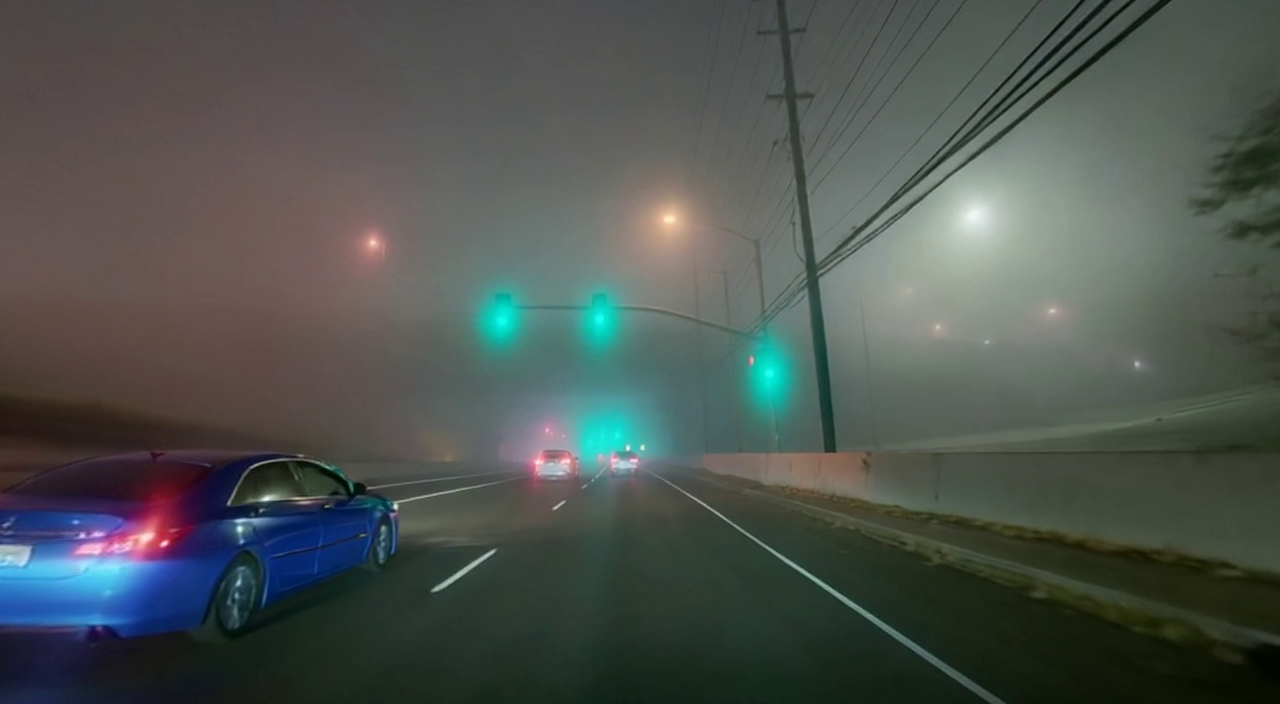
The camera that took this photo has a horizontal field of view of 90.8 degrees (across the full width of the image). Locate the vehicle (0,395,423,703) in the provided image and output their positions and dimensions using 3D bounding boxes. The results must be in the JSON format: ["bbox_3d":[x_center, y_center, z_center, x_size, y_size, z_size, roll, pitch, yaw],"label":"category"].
[{"bbox_3d":[-3.573,1.375,5.394,1.925,1.666,4.271,0,-9,0],"label":"vehicle"}]

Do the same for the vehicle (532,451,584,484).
[{"bbox_3d":[-3.859,5.477,30.266,1.946,1.437,4.154,0,-8,0],"label":"vehicle"}]

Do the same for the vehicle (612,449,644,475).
[{"bbox_3d":[-0.796,7.082,40.906,1.985,1.565,3.968,0,-9,-2],"label":"vehicle"}]
